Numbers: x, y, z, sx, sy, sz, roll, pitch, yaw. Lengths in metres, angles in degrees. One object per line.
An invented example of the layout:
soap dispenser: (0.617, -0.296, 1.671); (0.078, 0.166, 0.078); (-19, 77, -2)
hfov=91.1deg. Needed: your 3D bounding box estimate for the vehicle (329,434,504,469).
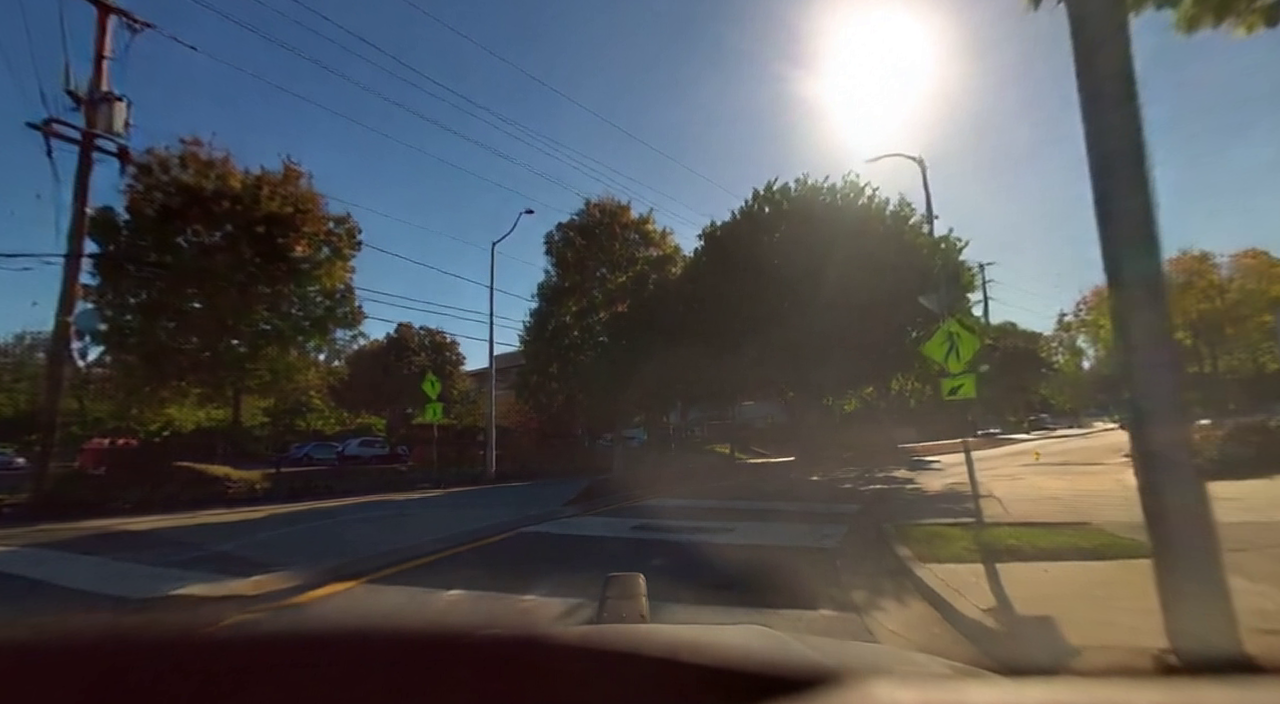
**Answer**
vehicle: (-17.061, 7.764, 49.411); (2.837, 2.354, 12.960); (-8, -11, 43)
